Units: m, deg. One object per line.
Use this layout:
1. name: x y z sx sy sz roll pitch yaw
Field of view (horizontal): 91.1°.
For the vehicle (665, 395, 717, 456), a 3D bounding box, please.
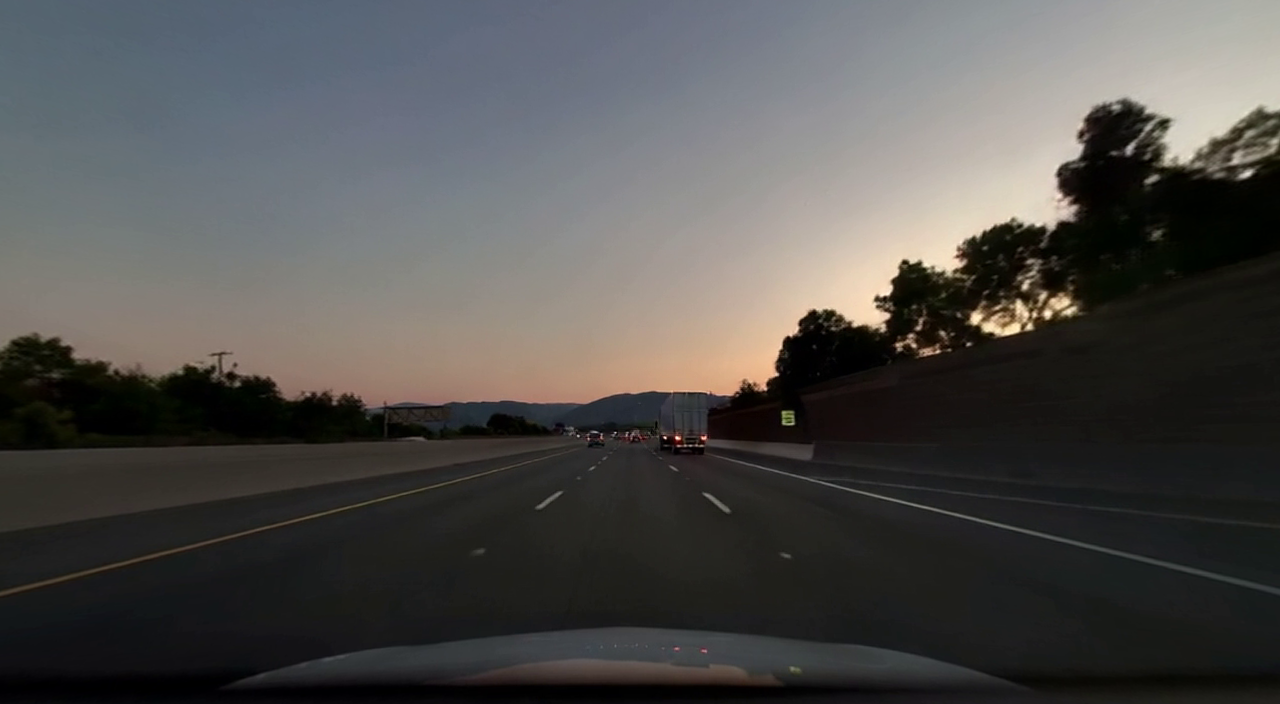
1. vehicle: 3.485 5.358 45.229 2.859 3.981 8.596 0 -8 -1
